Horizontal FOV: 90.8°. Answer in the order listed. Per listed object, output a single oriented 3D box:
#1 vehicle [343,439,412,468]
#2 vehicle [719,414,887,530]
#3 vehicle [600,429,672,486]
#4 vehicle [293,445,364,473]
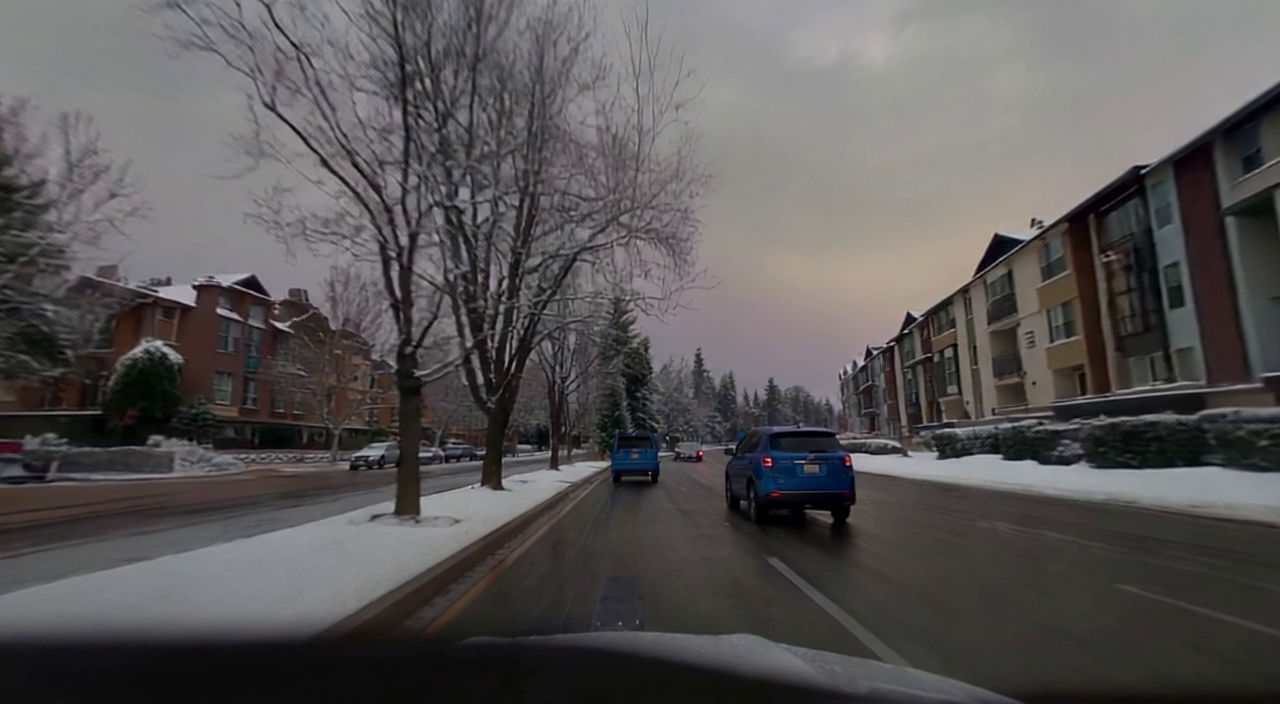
[{"bbox_3d":[-18.325,7.159,44.387,2.195,1.894,5.489,-2,-10,3],"label":"vehicle"},{"bbox_3d":[2.869,2.250,12.314,2.033,1.823,4.409,0,-9,-1],"label":"vehicle"},{"bbox_3d":[-0.084,3.848,23.270,2.345,1.841,5.032,0,-9,1],"label":"vehicle"},{"bbox_3d":[-18.578,6.418,37.951,1.954,1.570,4.828,1,-10,-2],"label":"vehicle"}]
